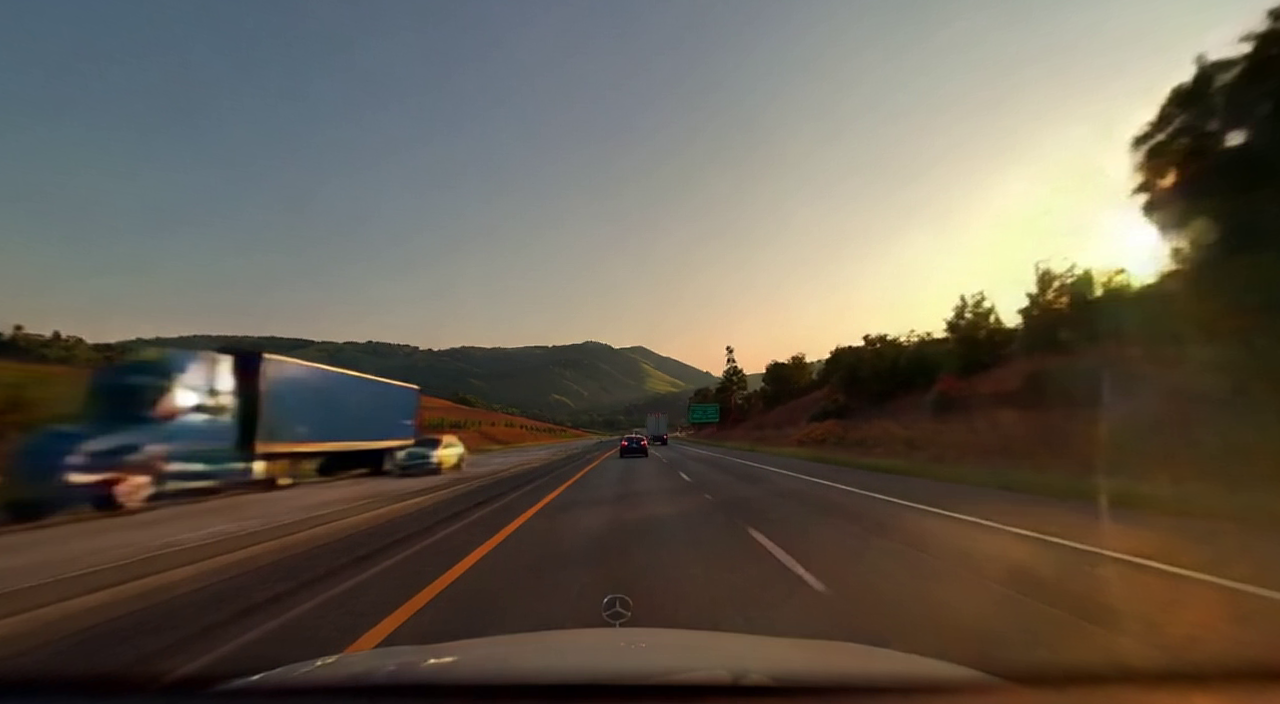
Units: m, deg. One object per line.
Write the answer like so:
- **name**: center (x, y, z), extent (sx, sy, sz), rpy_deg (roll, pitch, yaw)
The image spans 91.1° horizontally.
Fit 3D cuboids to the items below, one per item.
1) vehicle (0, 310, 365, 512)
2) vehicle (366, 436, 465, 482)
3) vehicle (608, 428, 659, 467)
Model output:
- **vehicle**: center (-11.887, 1.832, 17.712), extent (3.270, 3.993, 10.585), rpy_deg (0, -8, 1)
- **vehicle**: center (-7.951, 3.787, 22.759), extent (1.944, 1.497, 4.424), rpy_deg (0, -8, 0)
- **vehicle**: center (-0.304, 4.398, 29.242), extent (2.216, 1.623, 4.220), rpy_deg (0, -8, -1)
